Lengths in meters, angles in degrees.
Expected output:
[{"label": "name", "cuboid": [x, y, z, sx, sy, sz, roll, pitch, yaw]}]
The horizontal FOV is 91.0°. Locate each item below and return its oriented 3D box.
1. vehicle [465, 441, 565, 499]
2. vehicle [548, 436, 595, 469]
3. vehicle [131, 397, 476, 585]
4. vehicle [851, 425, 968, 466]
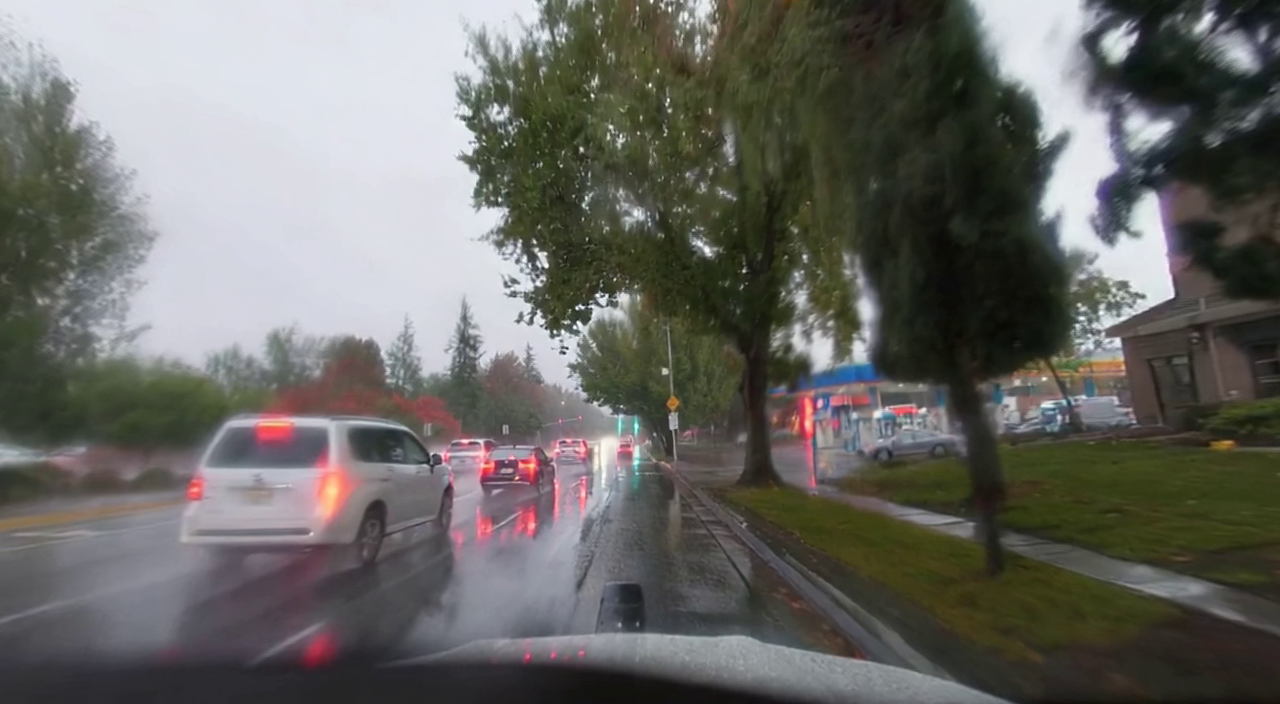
[{"label": "vehicle", "cuboid": [-3.479, 3.362, 18.379, 1.888, 1.452, 4.303, -1, -8, 2]}, {"label": "vehicle", "cuboid": [-4.069, 6.051, 38.082, 2.306, 1.815, 4.476, 0, -8, 1]}, {"label": "vehicle", "cuboid": [-4.054, 1.768, 8.854, 2.071, 1.896, 4.782, 0, -9, 2]}, {"label": "vehicle", "cuboid": [12.126, 4.224, 28.574, 4.385, 1.439, 1.912, -5, -7, 4]}]
